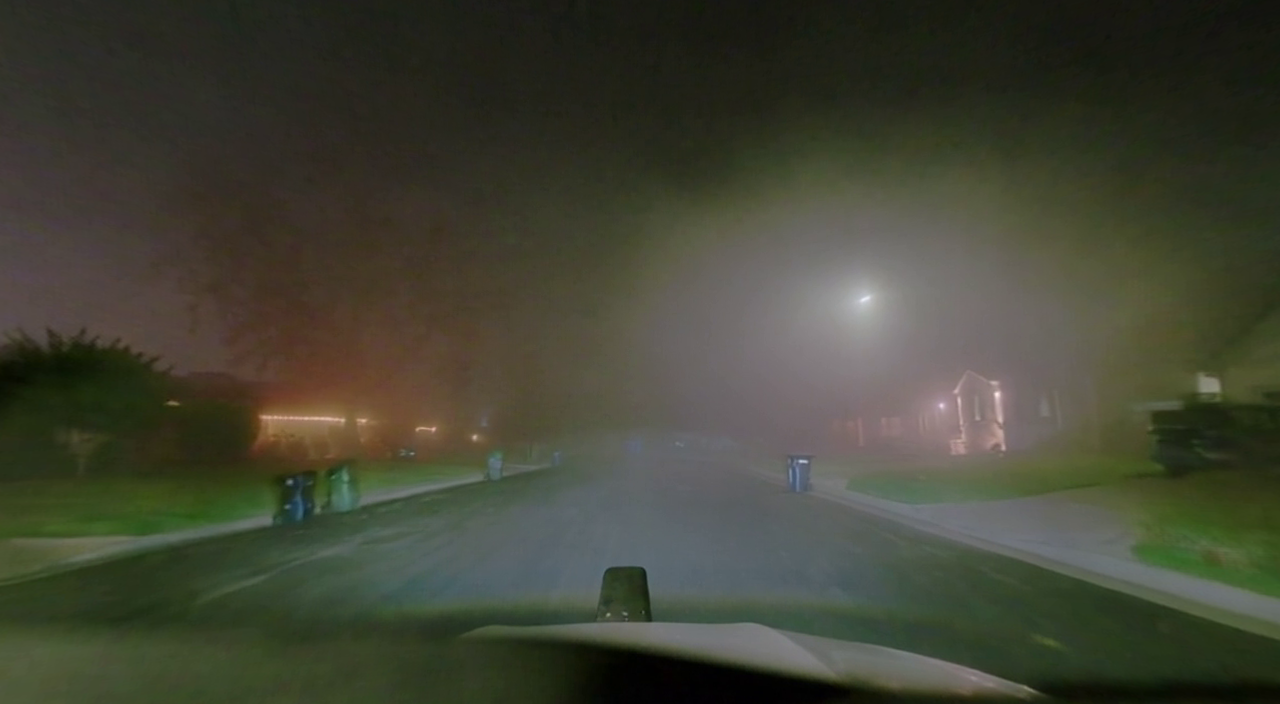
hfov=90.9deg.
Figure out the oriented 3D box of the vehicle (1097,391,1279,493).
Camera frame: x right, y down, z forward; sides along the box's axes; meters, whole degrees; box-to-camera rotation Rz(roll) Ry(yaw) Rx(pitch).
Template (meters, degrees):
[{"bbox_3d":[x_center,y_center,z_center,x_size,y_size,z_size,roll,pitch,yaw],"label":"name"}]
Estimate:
[{"bbox_3d":[12.293,1.839,12.804,4.581,1.853,2.024,2,-8,-7],"label":"vehicle"}]
